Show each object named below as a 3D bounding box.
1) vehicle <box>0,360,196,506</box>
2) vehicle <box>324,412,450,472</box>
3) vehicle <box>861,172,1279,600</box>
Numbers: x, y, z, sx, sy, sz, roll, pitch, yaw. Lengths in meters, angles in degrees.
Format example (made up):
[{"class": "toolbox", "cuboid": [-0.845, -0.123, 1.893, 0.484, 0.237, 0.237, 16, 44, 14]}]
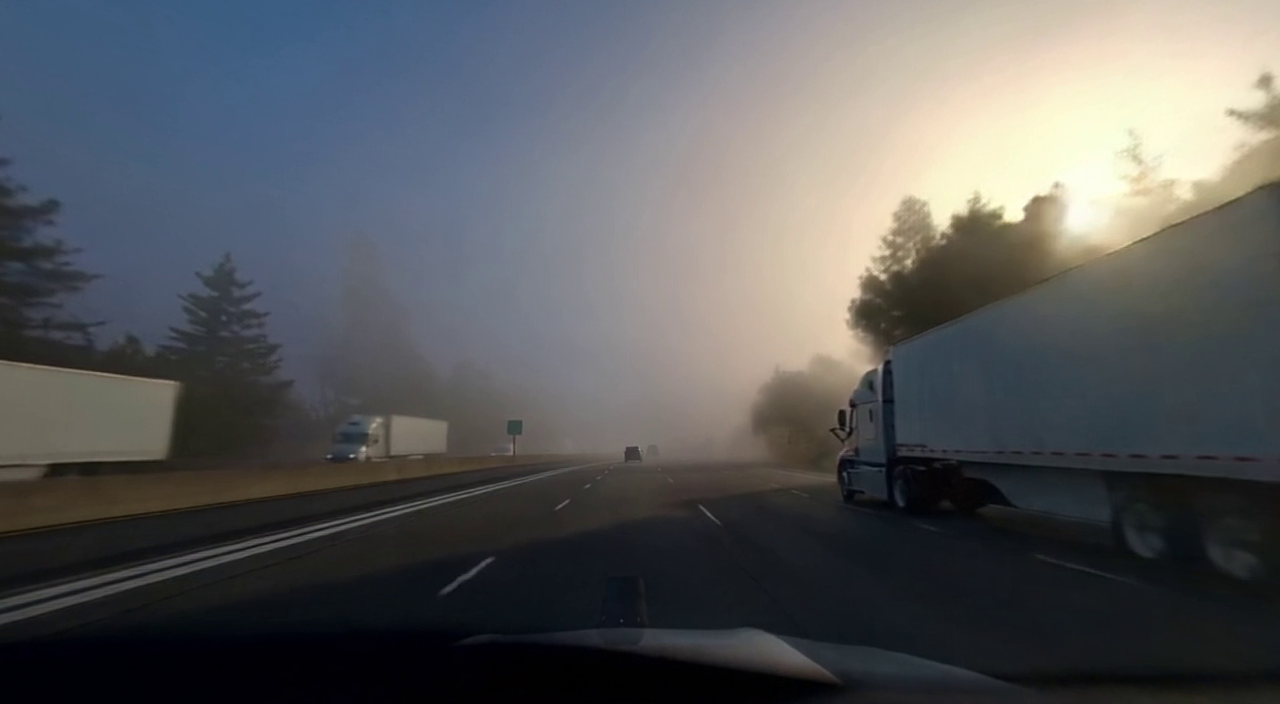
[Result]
[{"class": "vehicle", "cuboid": [-19.388, 2.152, 16.861, 2.946, 4.056, 16.865, 0, -9, 0]}, {"class": "vehicle", "cuboid": [-18.930, 7.100, 49.288, 2.923, 3.914, 16.640, 0, -9, 0]}, {"class": "vehicle", "cuboid": [6.911, 0.981, 10.052, 2.821, 3.681, 10.415, 0, -9, -1]}]
